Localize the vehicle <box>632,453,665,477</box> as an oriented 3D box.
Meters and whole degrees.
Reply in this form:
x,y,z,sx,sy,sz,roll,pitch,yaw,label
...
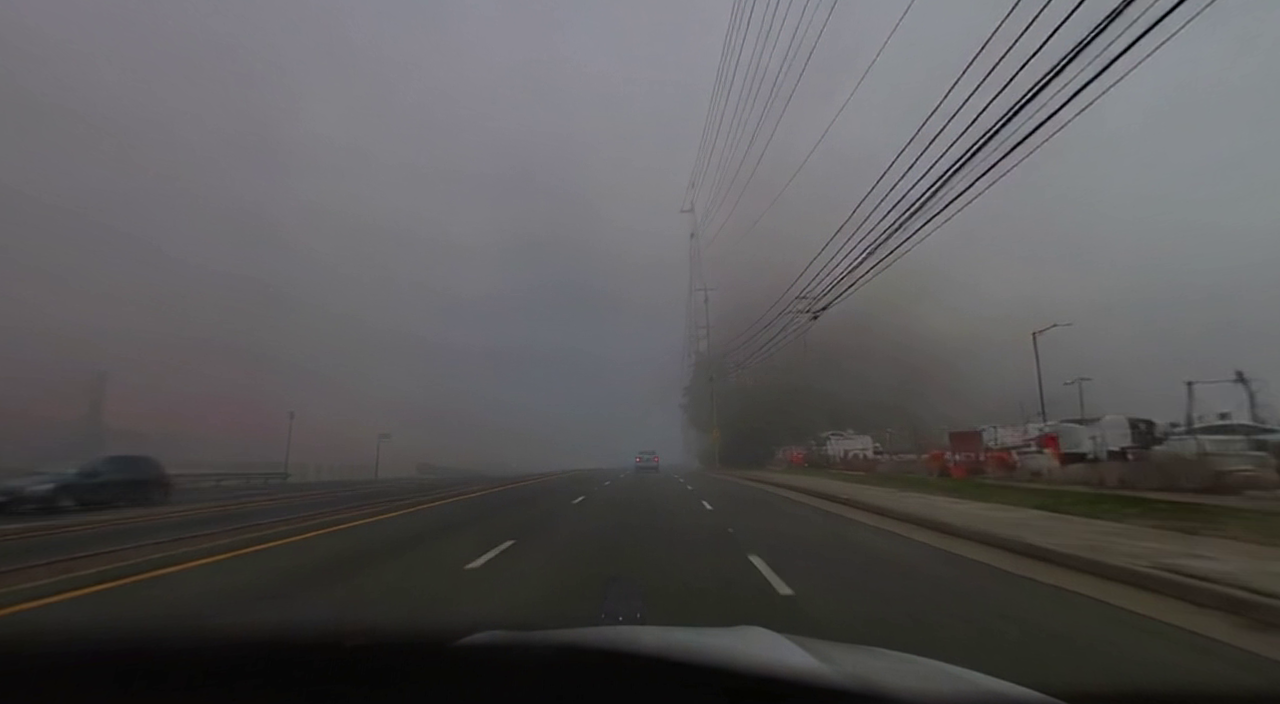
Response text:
x,y,z,sx,sy,sz,roll,pitch,yaw,label
0.581,7.652,42.826,2.114,1.492,4.453,0,-9,0,vehicle

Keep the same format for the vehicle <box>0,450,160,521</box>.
x,y,z,sx,sy,sz,roll,pitch,yaw,label
-14.363,3.138,15.312,1.831,1.474,4.352,0,-9,1,vehicle
